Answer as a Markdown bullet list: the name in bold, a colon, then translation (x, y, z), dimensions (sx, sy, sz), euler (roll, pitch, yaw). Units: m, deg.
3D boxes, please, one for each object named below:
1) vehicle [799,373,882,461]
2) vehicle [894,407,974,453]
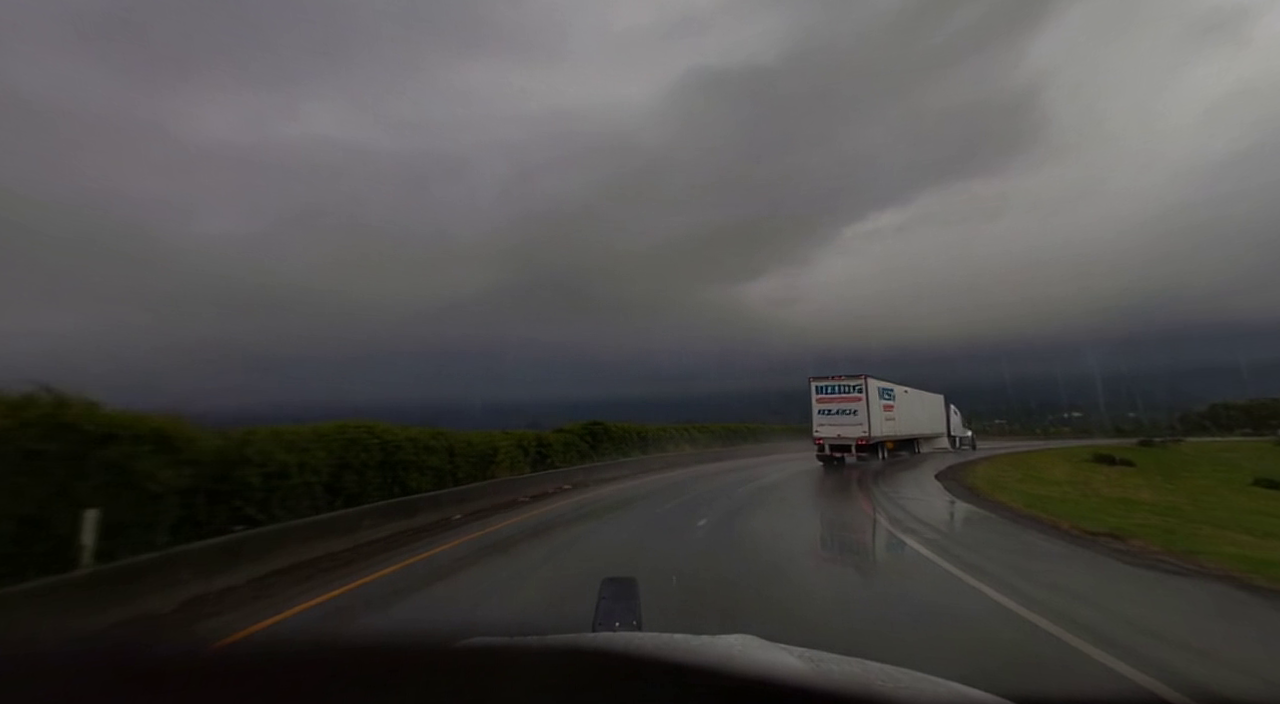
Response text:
- **vehicle**: translation (9.366, 3.055, 29.211), dimensions (2.963, 3.771, 3.137), euler (-4, -9, 29)
- **vehicle**: translation (18.082, 4.805, 38.470), dimensions (6.650, 2.524, 2.120), euler (8, -11, -44)
